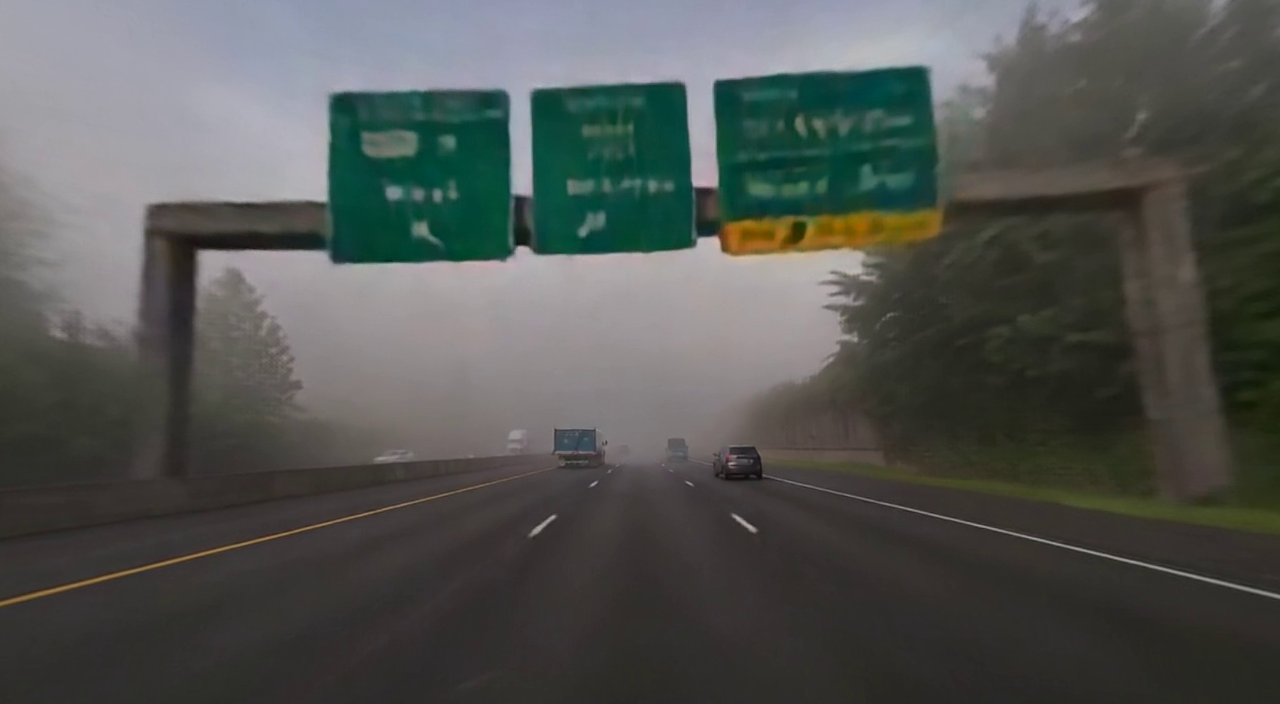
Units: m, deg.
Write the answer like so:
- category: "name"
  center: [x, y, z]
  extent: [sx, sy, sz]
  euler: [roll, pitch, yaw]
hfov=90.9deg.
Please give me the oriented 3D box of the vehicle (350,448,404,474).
- category: "vehicle"
  center: [-19.264, 7.983, 46.379]
  extent: [1.935, 1.800, 4.470]
  euler: [0, -9, 0]

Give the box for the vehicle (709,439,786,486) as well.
- category: "vehicle"
  center: [3.765, 3.962, 22.827]
  extent: [1.983, 1.545, 4.038]
  euler: [0, -9, -1]

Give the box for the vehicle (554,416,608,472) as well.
- category: "vehicle"
  center: [-3.617, 5.898, 40.222]
  extent: [2.667, 3.195, 6.731]
  euler: [0, -9, 1]
